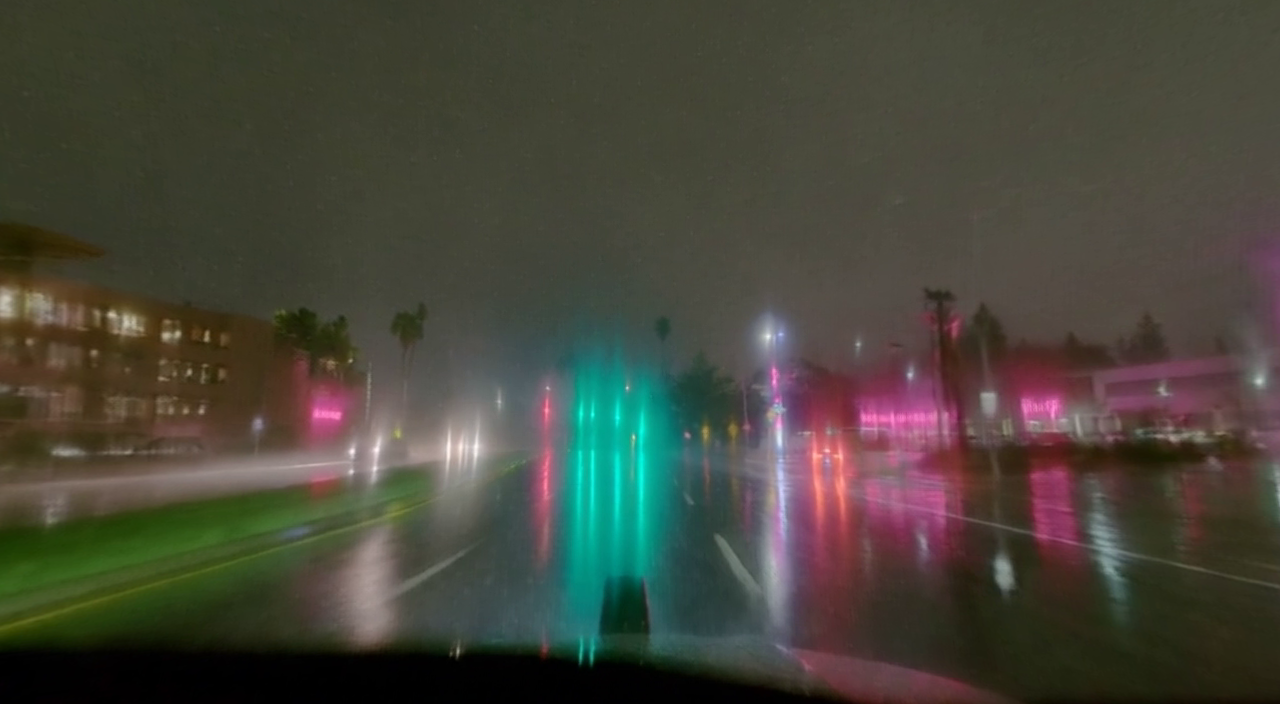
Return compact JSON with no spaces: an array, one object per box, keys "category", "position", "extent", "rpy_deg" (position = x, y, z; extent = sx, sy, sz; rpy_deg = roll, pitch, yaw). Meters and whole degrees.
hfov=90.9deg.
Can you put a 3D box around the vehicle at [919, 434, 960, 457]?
[{"category":"vehicle","position":[23.096,7.222,48.711],"extent":[1.815,1.618,4.383],"rpy_deg":[-2,-9,12]}]

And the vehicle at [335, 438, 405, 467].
[{"category":"vehicle","position":[-18.388,6.885,43.362],"extent":[2.204,1.821,5.864],"rpy_deg":[0,-8,0]}]
